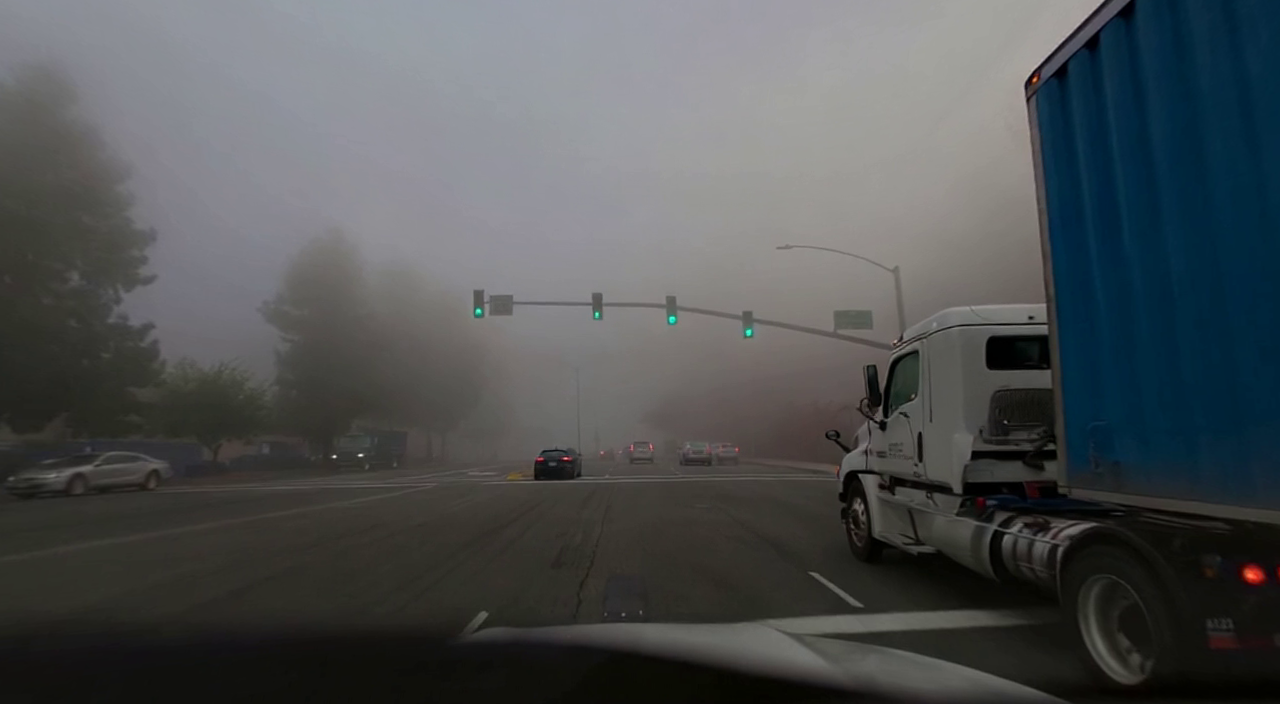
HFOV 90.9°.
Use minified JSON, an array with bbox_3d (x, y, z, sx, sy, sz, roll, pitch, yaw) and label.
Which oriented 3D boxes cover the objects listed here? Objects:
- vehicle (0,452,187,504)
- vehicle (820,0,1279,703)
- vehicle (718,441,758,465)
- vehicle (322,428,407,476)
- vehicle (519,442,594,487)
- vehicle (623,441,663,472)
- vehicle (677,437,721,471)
[{"bbox_3d":[-18.353,4.182,21.475,1.875,1.465,5.291,0,-8,0],"label":"vehicle"},{"bbox_3d":[3.920,-0.003,4.187,3.006,3.679,8.506,0,-8,1],"label":"vehicle"},{"bbox_3d":[7.560,7.848,49.177,2.174,1.793,5.061,0,-8,-1],"label":"vehicle"},{"bbox_3d":[-18.258,6.689,42.362,2.473,2.894,7.075,0,-8,0],"label":"vehicle"},{"bbox_3d":[-3.096,4.295,24.490,2.211,1.537,4.666,0,-8,1],"label":"vehicle"},{"bbox_3d":[0.144,6.219,37.763,2.276,1.704,3.925,0,-8,-1],"label":"vehicle"},{"bbox_3d":[3.558,6.275,38.966,2.196,1.908,4.412,0,-8,-1],"label":"vehicle"}]
